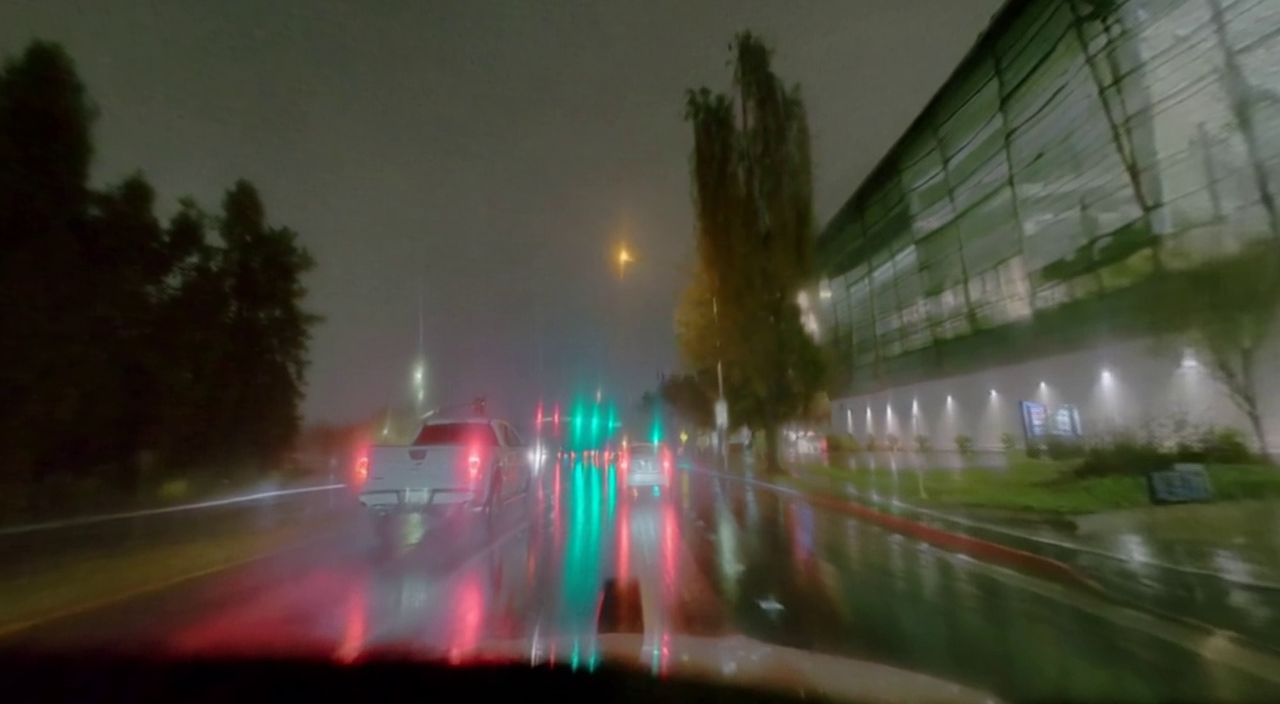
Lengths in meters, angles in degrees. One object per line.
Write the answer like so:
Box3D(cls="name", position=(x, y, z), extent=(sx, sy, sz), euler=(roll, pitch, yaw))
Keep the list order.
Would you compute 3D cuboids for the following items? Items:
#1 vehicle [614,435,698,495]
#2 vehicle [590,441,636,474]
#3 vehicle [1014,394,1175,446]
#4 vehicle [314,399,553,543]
Box3D(cls="vehicle", position=(0.343, 3.256, 18.473), extent=(2.142, 1.528, 4.133), euler=(0, -9, -3))
Box3D(cls="vehicle", position=(-1.404, 5.188, 31.138), extent=(2.047, 1.502, 3.873), euler=(1, -9, -6))
Box3D(cls="vehicle", position=(22.362, 3.472, 31.415), extent=(6.027, 2.377, 2.245), euler=(-5, -10, 26))
Box3D(cls="vehicle", position=(-3.274, 2.101, 11.714), extent=(2.512, 1.992, 5.725), euler=(0, -9, 0))
